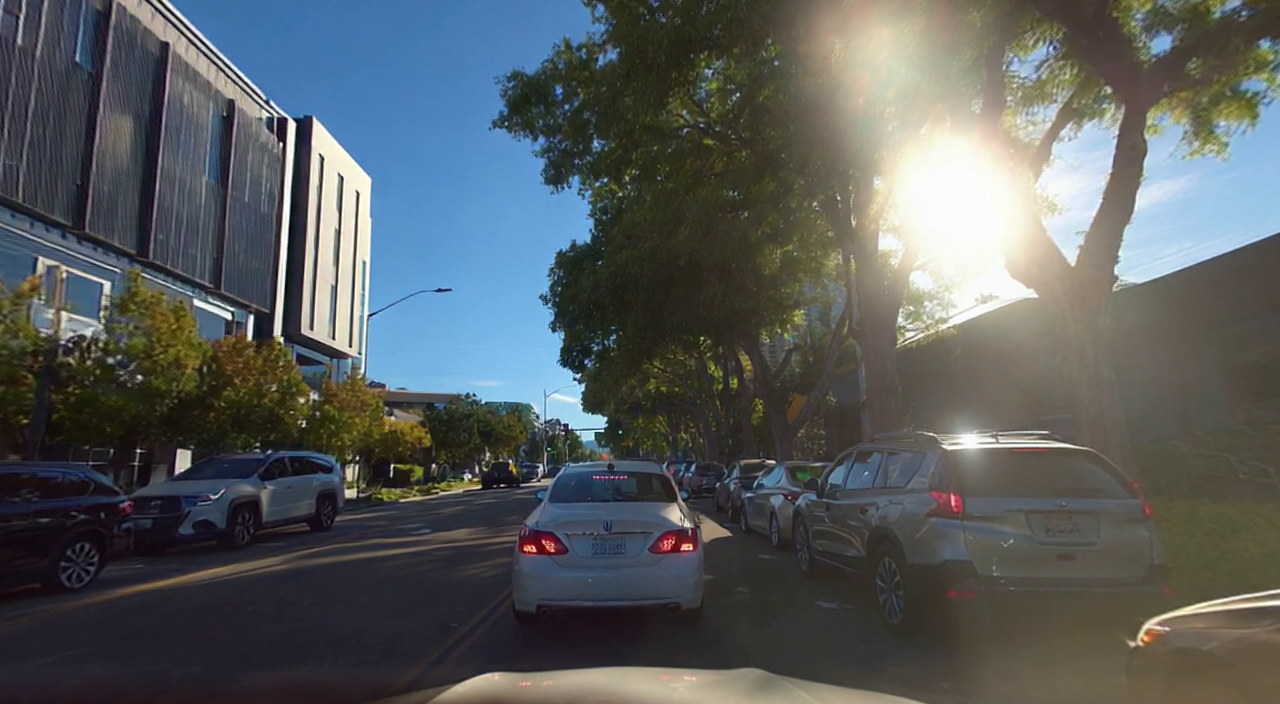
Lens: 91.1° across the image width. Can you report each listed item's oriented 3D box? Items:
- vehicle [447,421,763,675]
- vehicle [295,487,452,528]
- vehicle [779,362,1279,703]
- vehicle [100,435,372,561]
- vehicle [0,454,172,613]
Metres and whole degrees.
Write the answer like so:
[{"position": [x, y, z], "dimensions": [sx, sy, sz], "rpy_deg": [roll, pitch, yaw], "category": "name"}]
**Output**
[{"position": [-0.202, 1.591, 5.933], "dimensions": [2.018, 1.583, 3.646], "rpy_deg": [1, -10, 1], "category": "vehicle"}, {"position": [-6.995, 4.180, 17.176], "dimensions": [2.223, 0.774, 4.789], "rpy_deg": [1, -10, 0], "category": "vehicle"}, {"position": [2.710, 1.420, 5.691], "dimensions": [1.868, 1.920, 4.501], "rpy_deg": [1, -10, 0], "category": "vehicle"}, {"position": [-6.845, 2.589, 11.439], "dimensions": [1.994, 1.701, 4.520], "rpy_deg": [-3, -12, -1], "category": "vehicle"}, {"position": [-6.983, 1.695, 5.887], "dimensions": [1.900, 1.471, 4.202], "rpy_deg": [1, -10, 0], "category": "vehicle"}]
